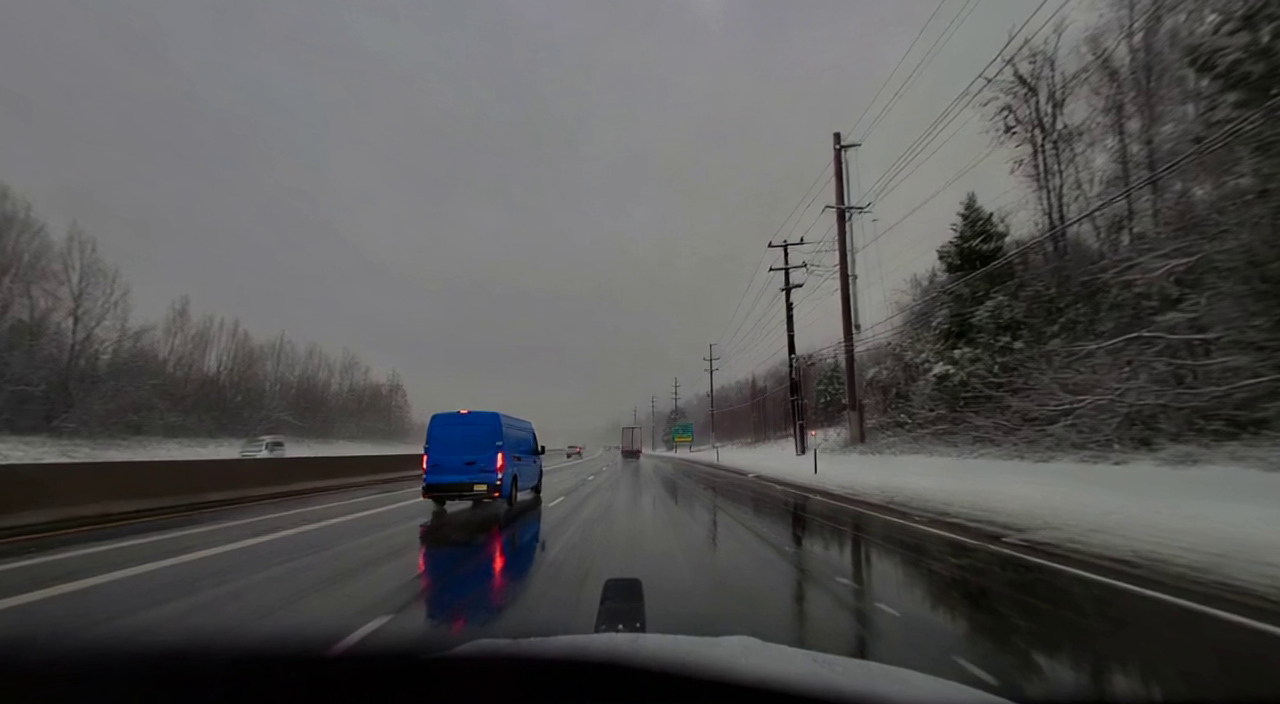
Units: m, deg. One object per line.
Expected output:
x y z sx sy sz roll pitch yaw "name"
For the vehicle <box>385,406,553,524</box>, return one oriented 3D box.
-3.305 2.345 13.528 2.197 2.011 5.130 0 -9 -1 "vehicle"
